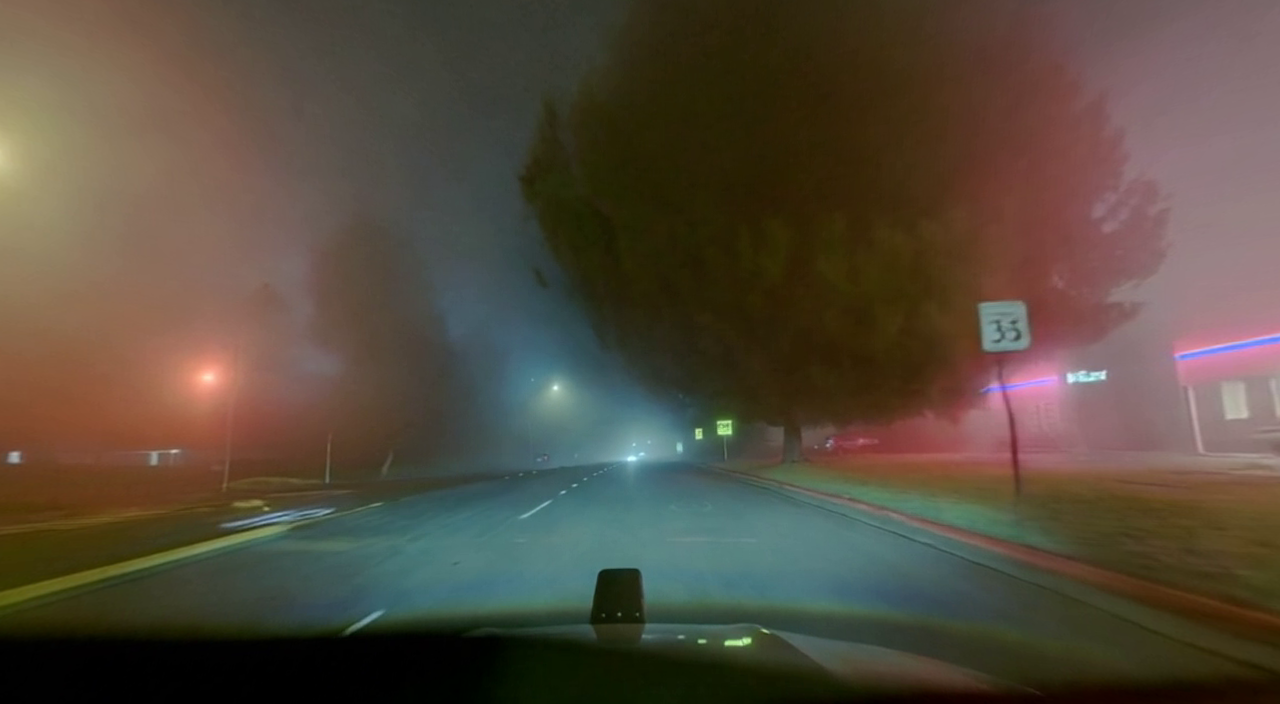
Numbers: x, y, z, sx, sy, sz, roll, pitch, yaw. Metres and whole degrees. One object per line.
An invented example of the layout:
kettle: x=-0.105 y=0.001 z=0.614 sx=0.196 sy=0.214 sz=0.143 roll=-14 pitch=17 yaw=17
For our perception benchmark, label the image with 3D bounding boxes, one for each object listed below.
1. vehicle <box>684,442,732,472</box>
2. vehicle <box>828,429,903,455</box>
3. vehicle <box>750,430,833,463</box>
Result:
vehicle: x=3.621 y=5.695 z=34.536 sx=2.080 sy=1.503 sz=4.821 roll=0 pitch=-8 yaw=0
vehicle: x=15.102 y=6.058 z=42.515 sx=4.290 sy=1.717 sz=2.013 roll=-1 pitch=-8 yaw=6
vehicle: x=10.868 y=6.838 z=45.712 sx=5.369 sy=1.860 sz=2.163 roll=-5 pitch=-9 yaw=3
